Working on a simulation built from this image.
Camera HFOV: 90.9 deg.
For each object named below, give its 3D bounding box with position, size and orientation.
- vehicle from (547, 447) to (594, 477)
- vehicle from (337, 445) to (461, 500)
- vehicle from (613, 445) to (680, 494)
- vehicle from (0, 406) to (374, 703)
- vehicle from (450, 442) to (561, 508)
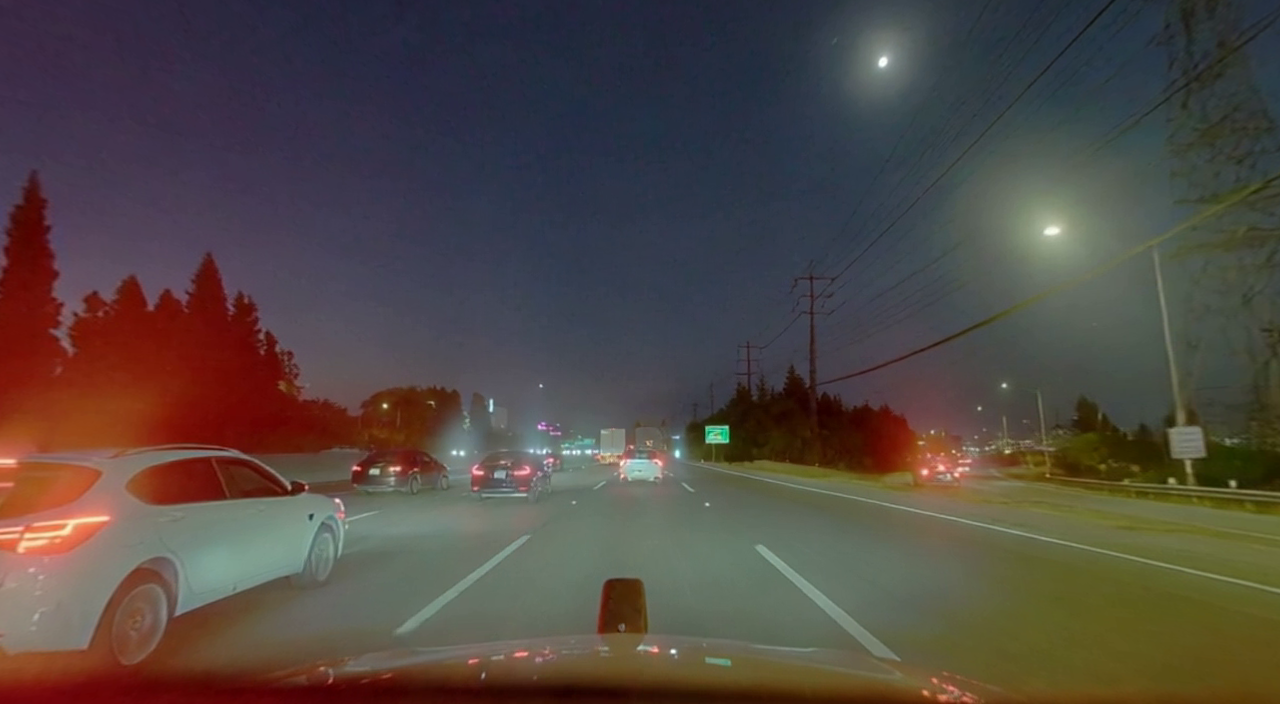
[{"bbox_3d":[-3.559,5.675,32.806,2.013,1.437,3.801,0,-9,0],"label":"vehicle"},{"bbox_3d":[-7.084,3.553,19.109,1.867,1.445,4.499,0,-9,2],"label":"vehicle"},{"bbox_3d":[0.173,3.910,21.374,2.018,1.470,4.491,0,-9,0],"label":"vehicle"},{"bbox_3d":[-3.666,1.212,4.154,1.883,1.500,4.373,0,-9,0],"label":"vehicle"},{"bbox_3d":[-3.310,3.110,16.405,1.912,1.464,4.115,0,-9,1],"label":"vehicle"}]
